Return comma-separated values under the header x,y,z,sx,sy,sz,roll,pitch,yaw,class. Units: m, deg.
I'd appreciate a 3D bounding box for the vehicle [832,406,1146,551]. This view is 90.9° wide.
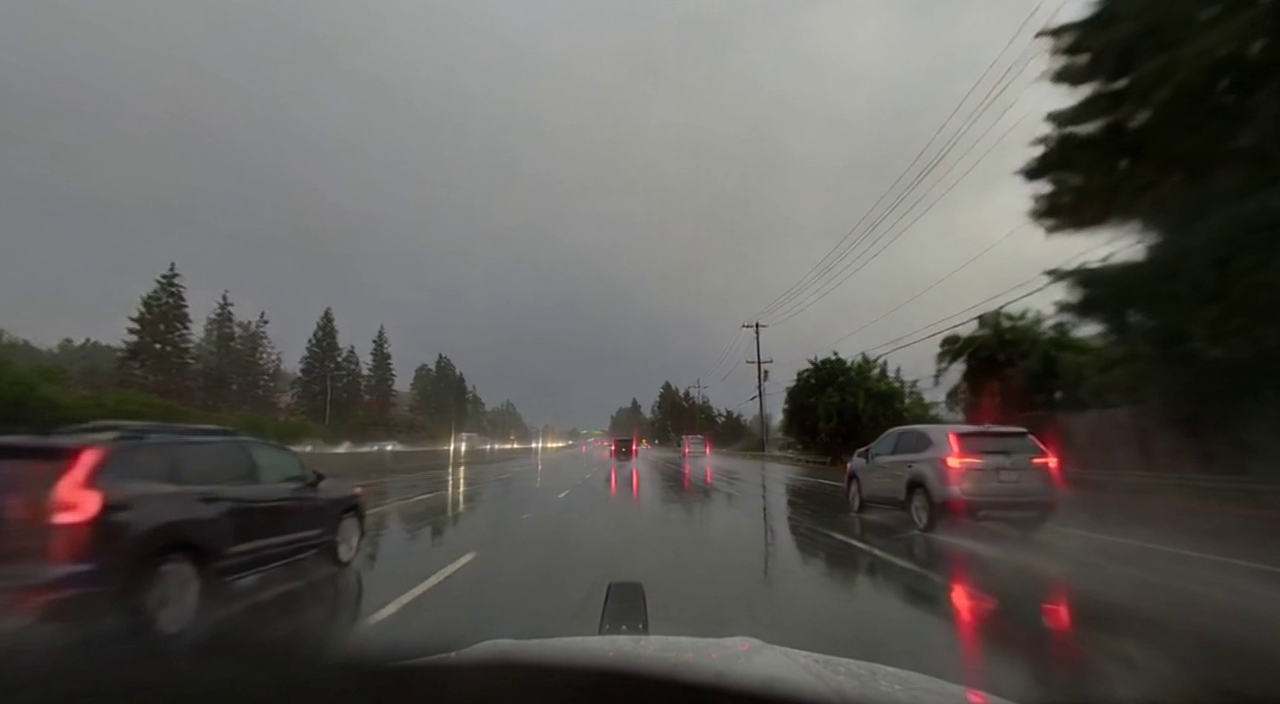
x,y,z,sx,sy,sz,roll,pitch,yaw,class
4.946,1.864,10.029,2.102,1.723,4.745,0,-8,-3,vehicle

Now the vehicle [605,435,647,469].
x,y,z,sx,sy,sz,roll,pitch,yaw,class
-0.824,5.546,35.165,2.192,1.769,4.287,0,-8,-2,vehicle

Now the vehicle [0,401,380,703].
x,y,z,sx,sy,sz,roll,pitch,yaw,class
-4.212,1.301,4.967,2.091,1.562,5.220,0,-8,0,vehicle

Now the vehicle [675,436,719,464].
x,y,z,sx,sy,sz,roll,pitch,yaw,class
3.600,6.340,40.985,2.099,1.720,4.829,0,-8,-4,vehicle
